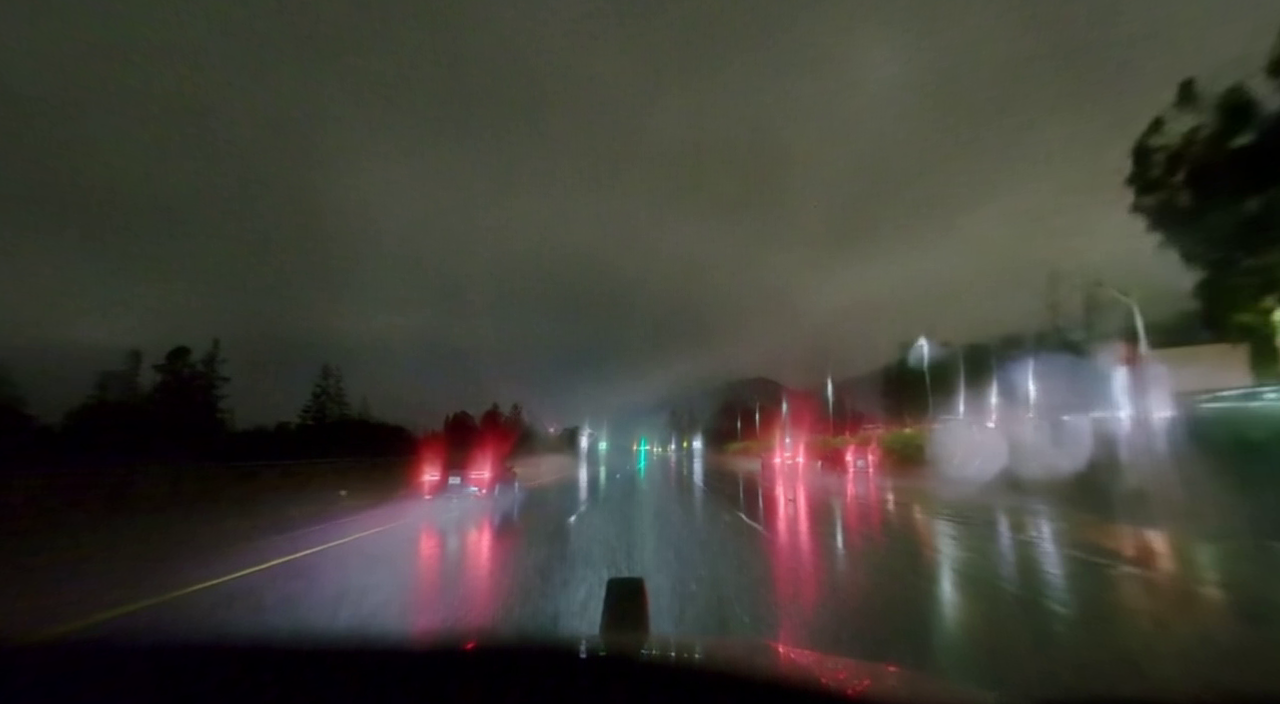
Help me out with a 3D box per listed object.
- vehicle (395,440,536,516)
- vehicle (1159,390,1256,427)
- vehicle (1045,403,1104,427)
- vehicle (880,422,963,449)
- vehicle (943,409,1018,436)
[{"bbox_3d":[-3.930,2.915,15.127,2.021,1.526,4.385,0,-9,2],"label":"vehicle"},{"bbox_3d":[33.371,3.363,37.011,5.668,1.817,2.102,5,-12,-27],"label":"vehicle"},{"bbox_3d":[32.740,4.771,47.457,4.116,1.647,1.920,5,-10,-30],"label":"vehicle"},{"bbox_3d":[19.133,5.746,42.938,4.728,1.706,1.975,-7,-11,37],"label":"vehicle"},{"bbox_3d":[21.072,4.411,39.050,3.860,1.519,1.697,-6,-10,33],"label":"vehicle"}]
